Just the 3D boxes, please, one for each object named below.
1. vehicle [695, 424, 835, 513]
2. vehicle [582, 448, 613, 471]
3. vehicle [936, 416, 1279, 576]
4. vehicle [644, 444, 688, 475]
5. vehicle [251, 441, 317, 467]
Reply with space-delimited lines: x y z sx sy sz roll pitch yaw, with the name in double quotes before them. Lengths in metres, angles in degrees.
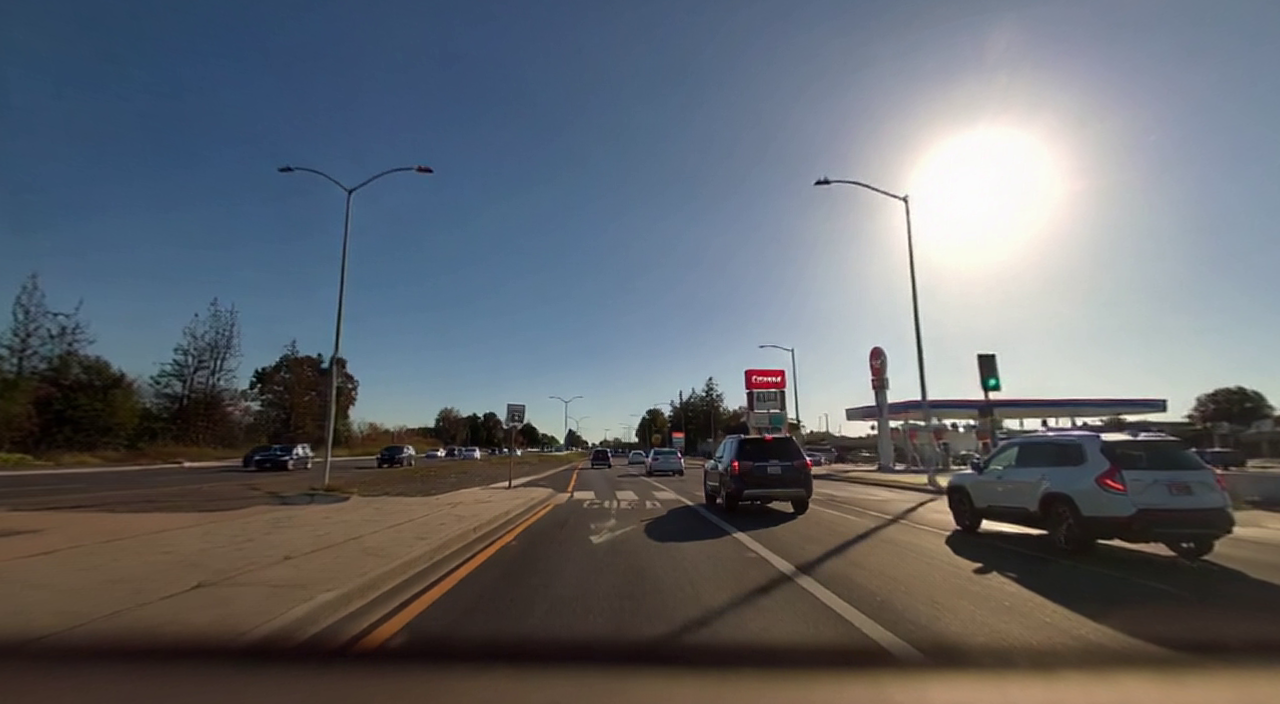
"vehicle" 2.762 2.719 15.222 2.184 1.777 4.712 1 -8 -3
"vehicle" -3.001 7.713 45.310 2.107 1.527 4.174 1 -8 -3
"vehicle" 6.083 1.782 8.599 1.881 1.604 4.289 1 -8 -2
"vehicle" 1.388 5.986 35.369 2.012 1.612 4.114 1 -8 -5
"vehicle" -23.683 6.787 42.154 1.872 1.620 4.343 0 -8 0
